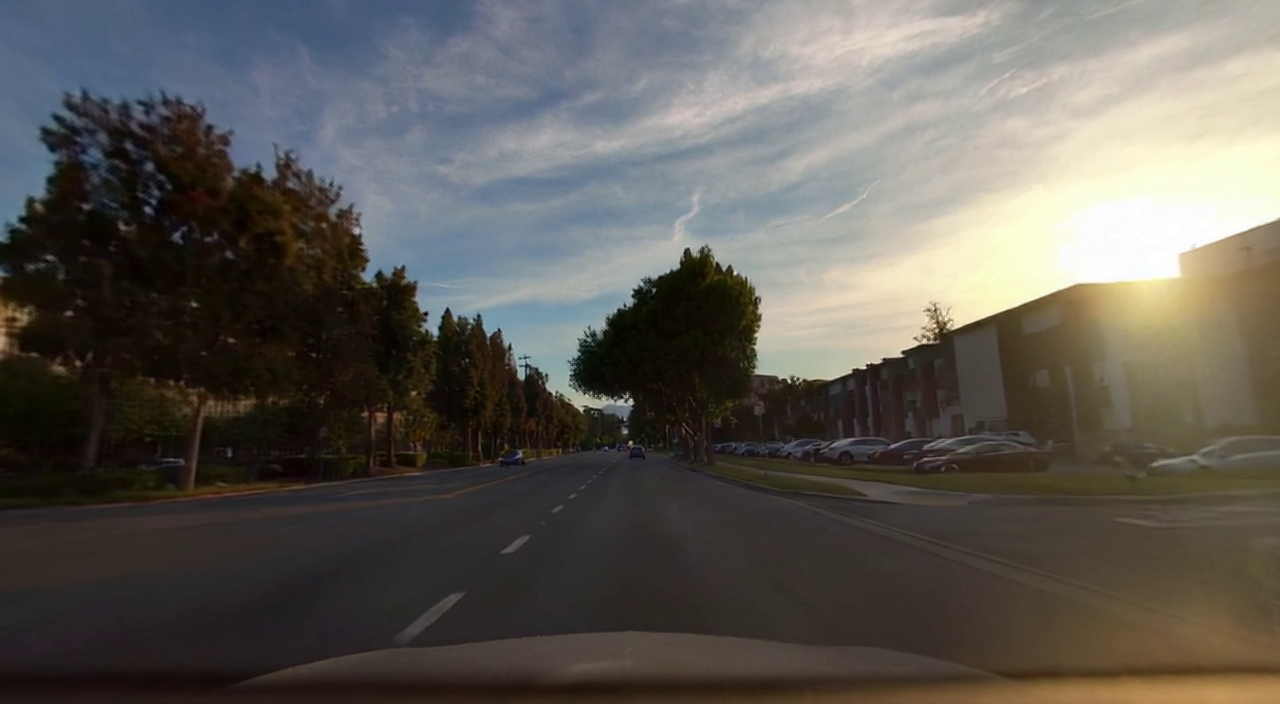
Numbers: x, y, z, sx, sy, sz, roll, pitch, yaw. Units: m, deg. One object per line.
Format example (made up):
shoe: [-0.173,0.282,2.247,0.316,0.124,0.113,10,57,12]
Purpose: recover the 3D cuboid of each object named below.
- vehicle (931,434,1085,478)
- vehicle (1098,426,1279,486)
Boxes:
vehicle: [14.403,4.076,24.847,4.854,1.649,1.886,0,-9,-2]
vehicle: [18.482,3.479,21.362,1.991,1.682,4.877,-2,-8,-4]
